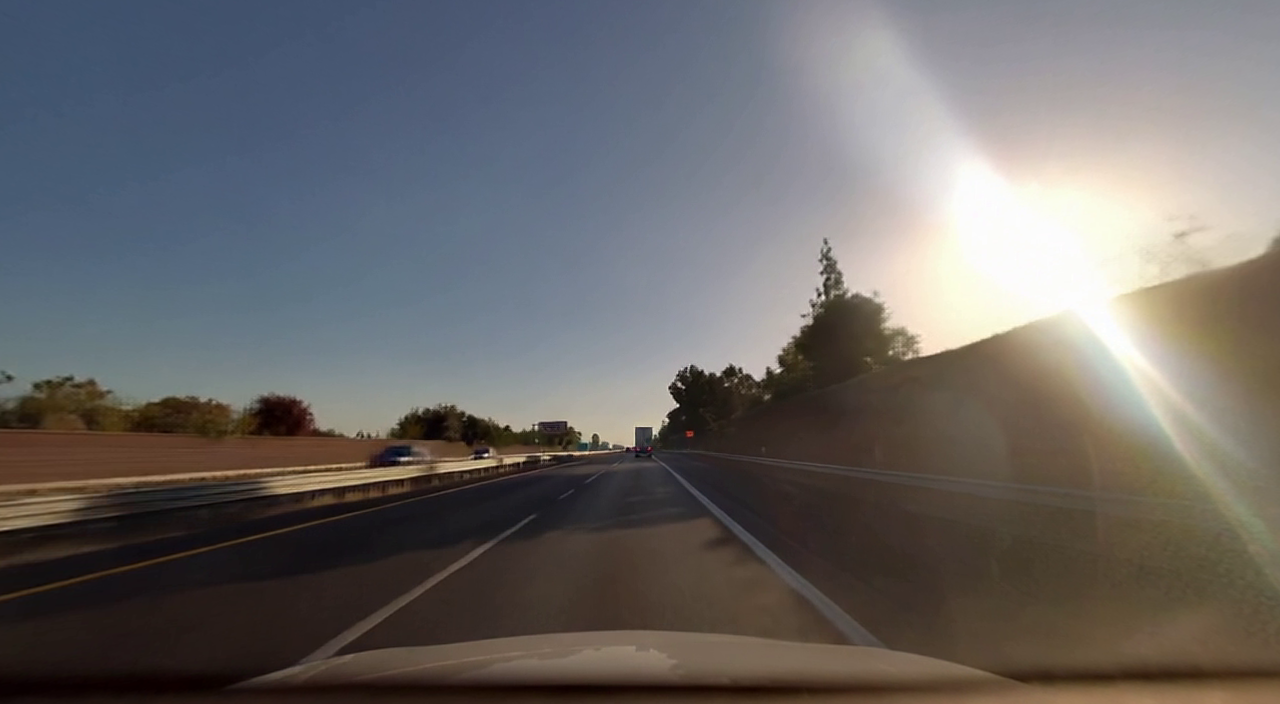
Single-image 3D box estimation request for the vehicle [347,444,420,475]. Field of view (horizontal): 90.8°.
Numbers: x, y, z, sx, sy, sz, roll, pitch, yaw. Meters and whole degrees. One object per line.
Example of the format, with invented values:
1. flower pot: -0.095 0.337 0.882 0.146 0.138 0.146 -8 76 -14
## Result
1. vehicle: -13.357 5.631 33.172 2.009 1.484 4.768 0 -9 -3
